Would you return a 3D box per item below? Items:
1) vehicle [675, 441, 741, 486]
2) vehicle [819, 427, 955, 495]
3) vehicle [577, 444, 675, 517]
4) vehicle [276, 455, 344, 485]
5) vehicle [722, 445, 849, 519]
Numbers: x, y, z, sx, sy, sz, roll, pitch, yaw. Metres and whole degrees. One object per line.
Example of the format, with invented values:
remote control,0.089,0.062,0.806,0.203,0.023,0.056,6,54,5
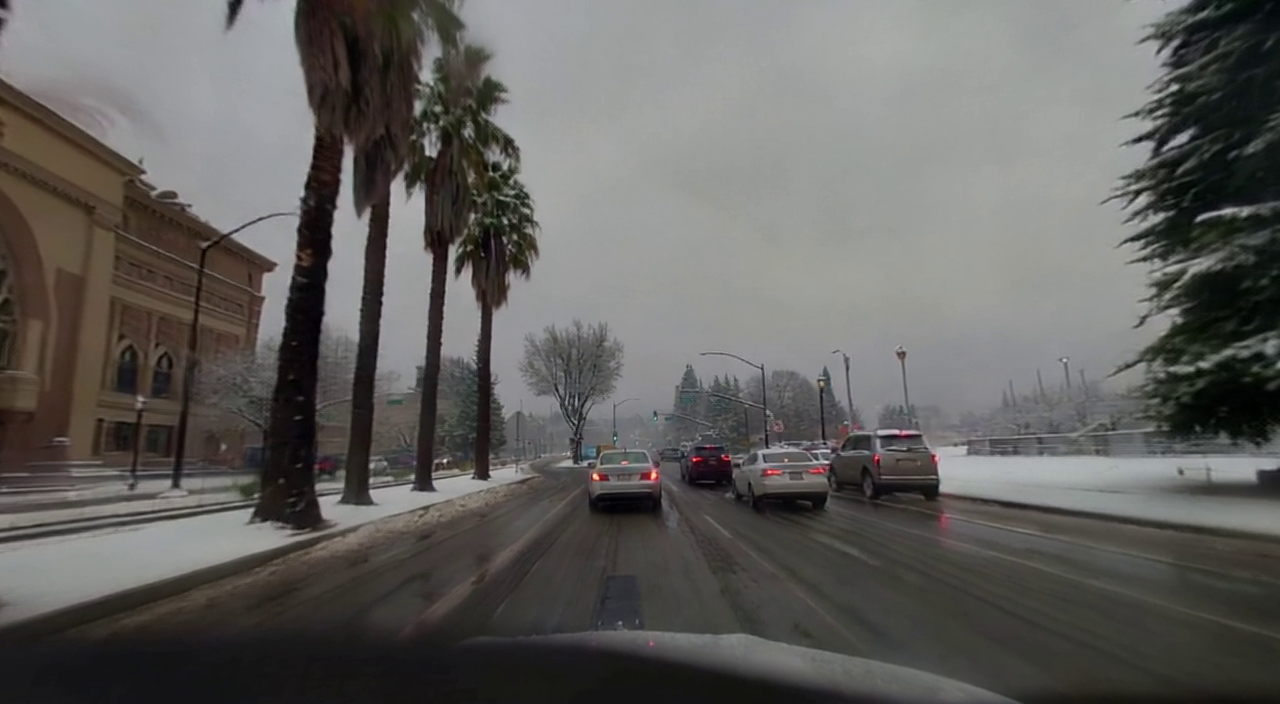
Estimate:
vehicle,3.094,5.295,30.704,2.127,1.854,7.971,0,-8,-1
vehicle,7.916,3.525,20.966,2.200,1.933,5.123,0,-8,-3
vehicle,-0.322,2.995,15.238,2.050,1.521,3.747,0,-8,-1
vehicle,-21.566,7.696,41.484,1.955,1.770,4.700,0,-8,-1
vehicle,3.201,2.926,14.829,1.833,1.465,4.258,0,-8,-2
